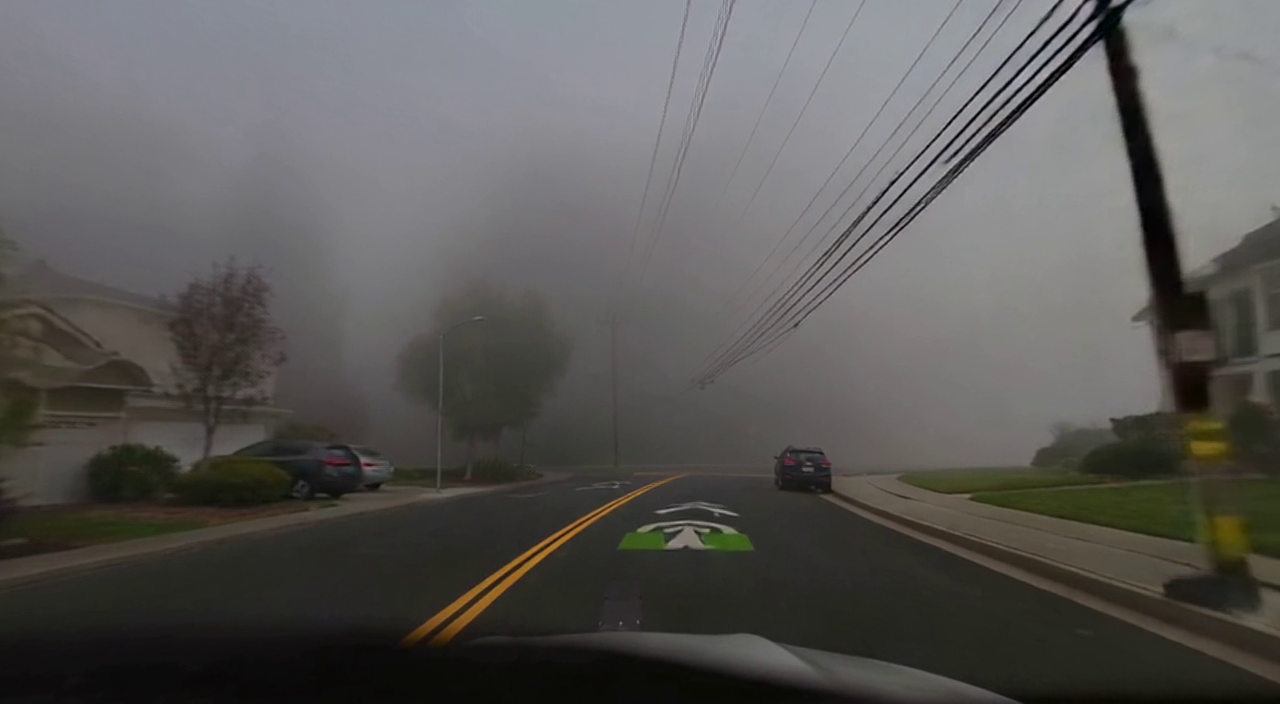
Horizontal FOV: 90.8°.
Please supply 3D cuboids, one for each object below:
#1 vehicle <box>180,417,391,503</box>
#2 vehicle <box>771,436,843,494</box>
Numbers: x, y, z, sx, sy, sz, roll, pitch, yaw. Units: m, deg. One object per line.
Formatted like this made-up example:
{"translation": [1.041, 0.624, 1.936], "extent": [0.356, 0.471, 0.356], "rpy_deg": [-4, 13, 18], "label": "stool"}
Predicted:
{"translation": [-10.747, 3.267, 19.364], "extent": [5.228, 2.041, 2.023], "rpy_deg": [4, -8, 7], "label": "vehicle"}
{"translation": [5.855, 3.989, 22.697], "extent": [2.070, 1.847, 4.457], "rpy_deg": [-1, -9, 10], "label": "vehicle"}
